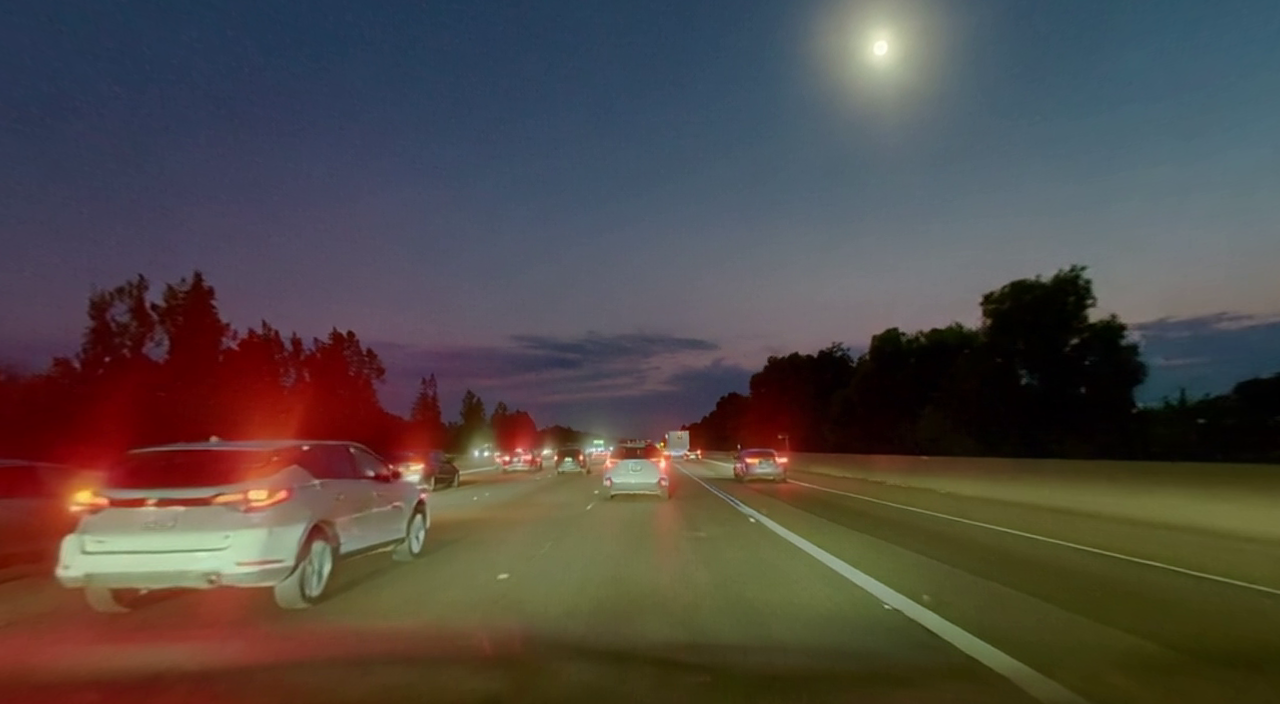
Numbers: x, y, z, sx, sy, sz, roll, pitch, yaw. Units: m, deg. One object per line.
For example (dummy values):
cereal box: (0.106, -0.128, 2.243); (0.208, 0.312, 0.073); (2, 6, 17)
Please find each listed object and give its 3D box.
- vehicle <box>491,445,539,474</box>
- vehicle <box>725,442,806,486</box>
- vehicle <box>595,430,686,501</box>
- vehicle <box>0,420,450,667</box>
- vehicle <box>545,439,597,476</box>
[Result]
vehicle: (-7.326, 6.320, 37.194); (1.931, 1.617, 4.060); (0, -8, 1)
vehicle: (4.620, 4.195, 23.934); (2.006, 1.474, 4.669); (0, -8, -1)
vehicle: (0.025, 3.085, 17.476); (2.223, 1.722, 4.177); (0, -8, 0)
vehicle: (-3.571, 1.502, 6.113); (2.011, 1.498, 4.341); (0, -8, 1)
vehicle: (-3.549, 5.516, 33.165); (2.142, 1.808, 4.266); (0, -8, 1)
